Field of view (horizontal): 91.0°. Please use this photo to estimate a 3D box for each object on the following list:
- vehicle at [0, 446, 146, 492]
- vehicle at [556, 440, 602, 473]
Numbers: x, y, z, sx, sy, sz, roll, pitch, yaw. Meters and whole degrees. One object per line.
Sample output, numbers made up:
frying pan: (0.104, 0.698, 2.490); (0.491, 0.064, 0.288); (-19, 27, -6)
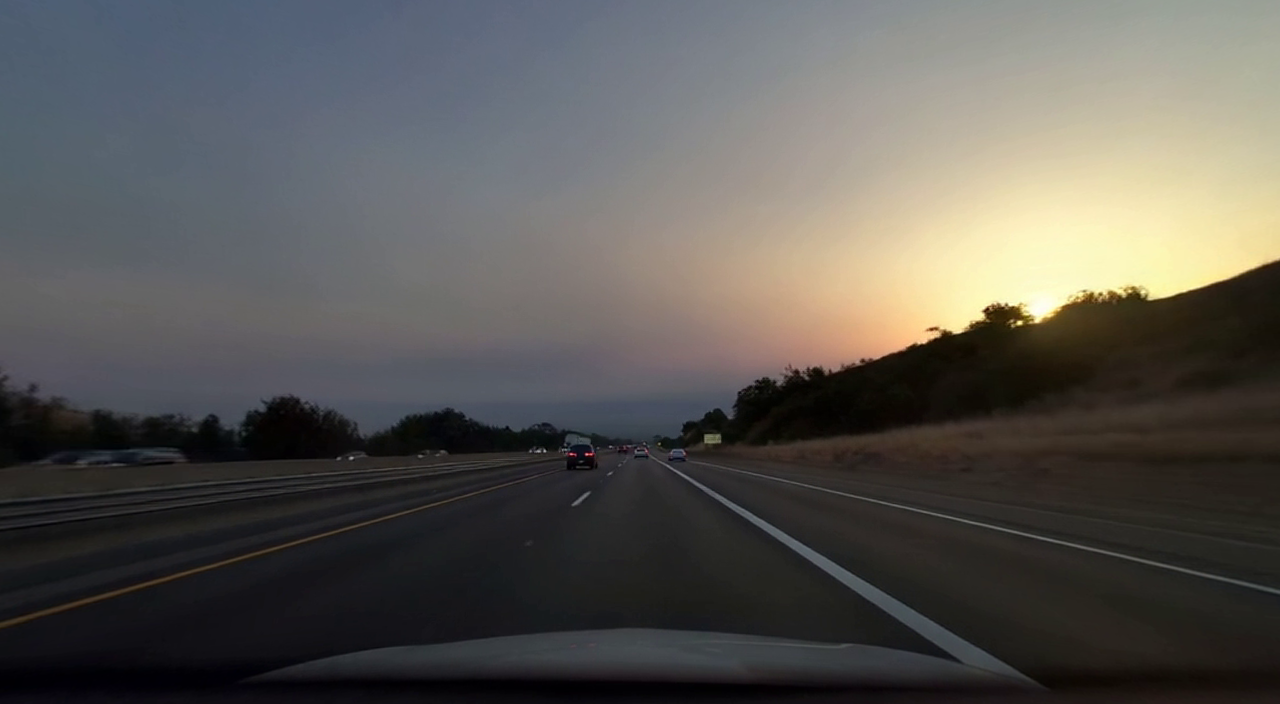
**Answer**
vehicle: (-25.274, 5.163, 28.269); (2.066, 1.838, 4.949); (0, -9, 1)
vehicle: (-3.310, 5.796, 35.036); (2.070, 1.707, 4.309); (0, -9, 1)
